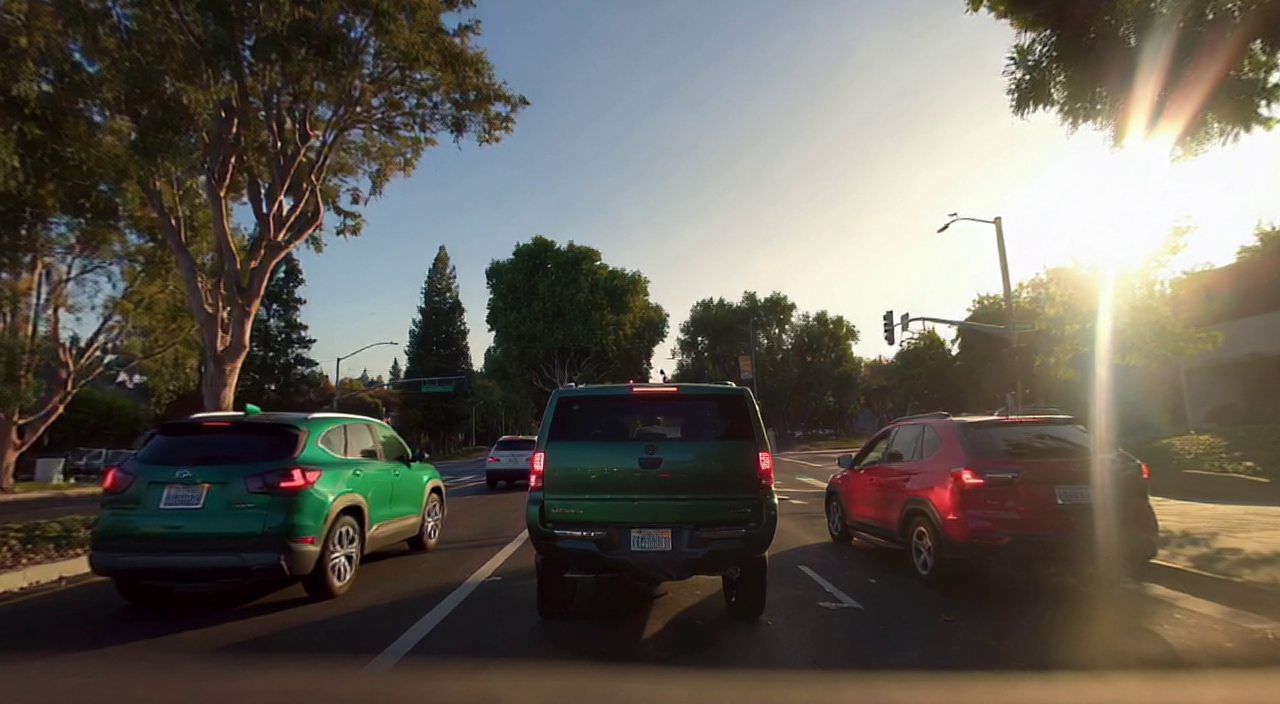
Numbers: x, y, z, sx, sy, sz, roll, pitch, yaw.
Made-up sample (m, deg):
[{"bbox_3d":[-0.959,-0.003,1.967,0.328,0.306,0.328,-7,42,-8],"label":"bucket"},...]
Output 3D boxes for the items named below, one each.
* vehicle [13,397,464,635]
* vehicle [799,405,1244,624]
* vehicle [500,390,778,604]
[{"bbox_3d":[-3.371,1.444,6.501,1.961,1.639,4.064,0,-9,-1],"label":"vehicle"},{"bbox_3d":[3.466,1.559,7.041,2.202,1.657,4.298,0,-9,-1],"label":"vehicle"},{"bbox_3d":[-0.029,1.490,7.249,2.294,1.761,3.857,0,-9,-1],"label":"vehicle"}]
